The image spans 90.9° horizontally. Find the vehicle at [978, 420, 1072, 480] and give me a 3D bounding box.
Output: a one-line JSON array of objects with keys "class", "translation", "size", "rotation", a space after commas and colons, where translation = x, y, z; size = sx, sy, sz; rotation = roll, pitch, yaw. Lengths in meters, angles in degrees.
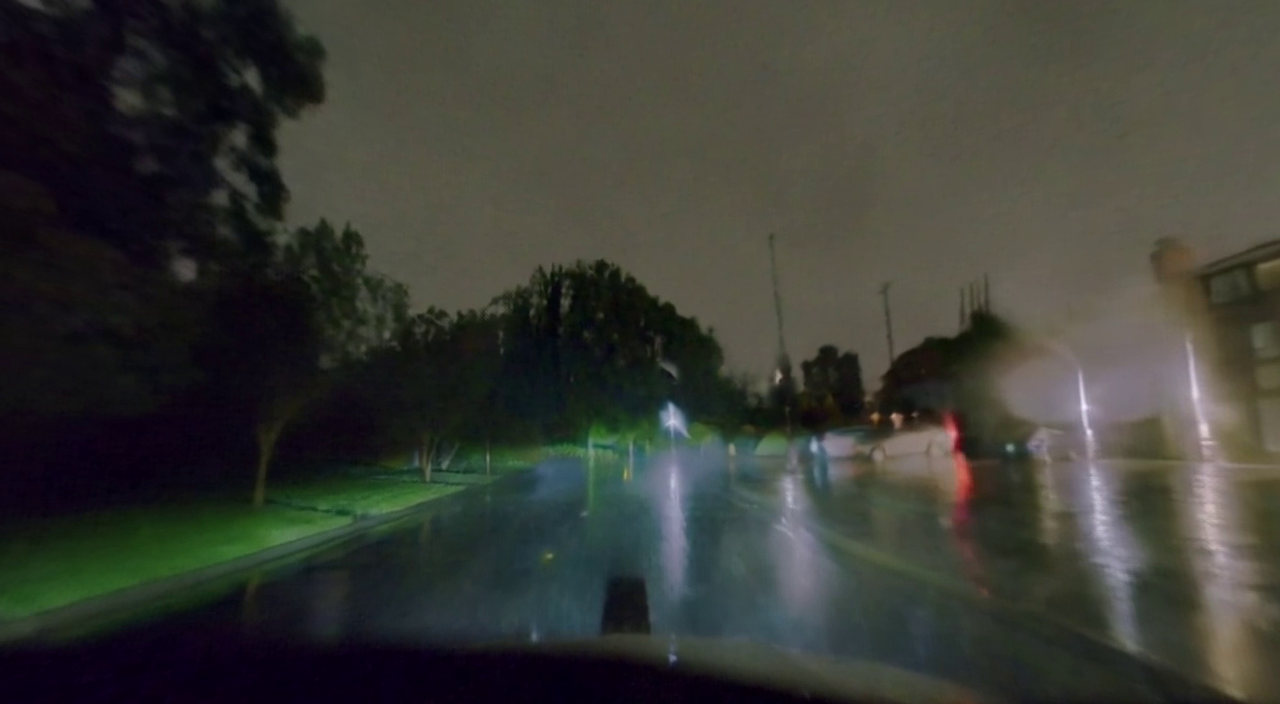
[{"class": "vehicle", "translation": [11.424, 2.850, 18.547], "size": [2.004, 1.511, 4.494], "rotation": [-6, -10, 34]}]

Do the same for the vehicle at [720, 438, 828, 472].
[{"class": "vehicle", "translation": [5.734, 4.459, 27.312], "size": [4.229, 1.402, 1.811], "rotation": [0, -8, 0]}]

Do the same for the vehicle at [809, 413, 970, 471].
[{"class": "vehicle", "translation": [9.575, 3.545, 24.556], "size": [5.239, 1.933, 2.131], "rotation": [-2, -10, -2]}]
